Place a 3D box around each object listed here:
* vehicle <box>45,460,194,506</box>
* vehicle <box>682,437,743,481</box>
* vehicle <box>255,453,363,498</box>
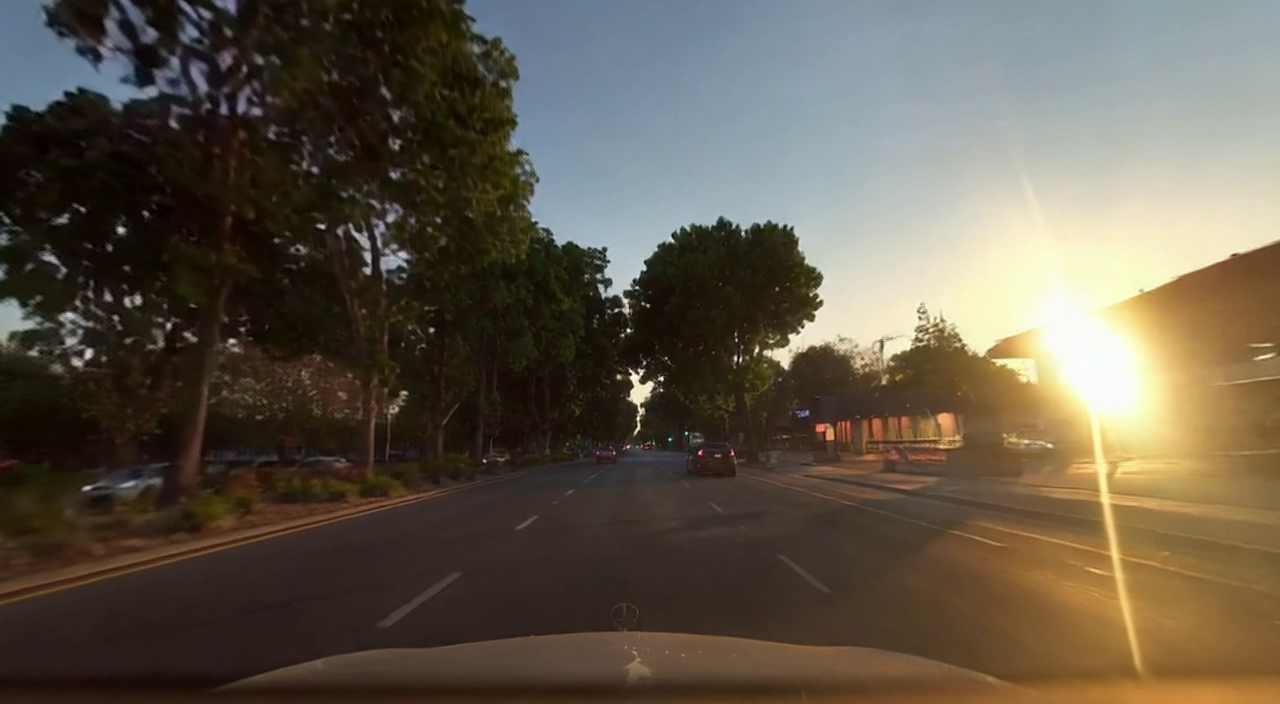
[{"bbox_3d":[-19.797,4.972,24.261,1.881,1.497,4.488,0,-8,0],"label":"vehicle"},{"bbox_3d":[3.093,4.663,27.696,2.083,1.743,4.354,0,-8,-1],"label":"vehicle"},{"bbox_3d":[-12.746,4.740,24.559,1.921,1.520,4.231,0,-8,-1],"label":"vehicle"}]
